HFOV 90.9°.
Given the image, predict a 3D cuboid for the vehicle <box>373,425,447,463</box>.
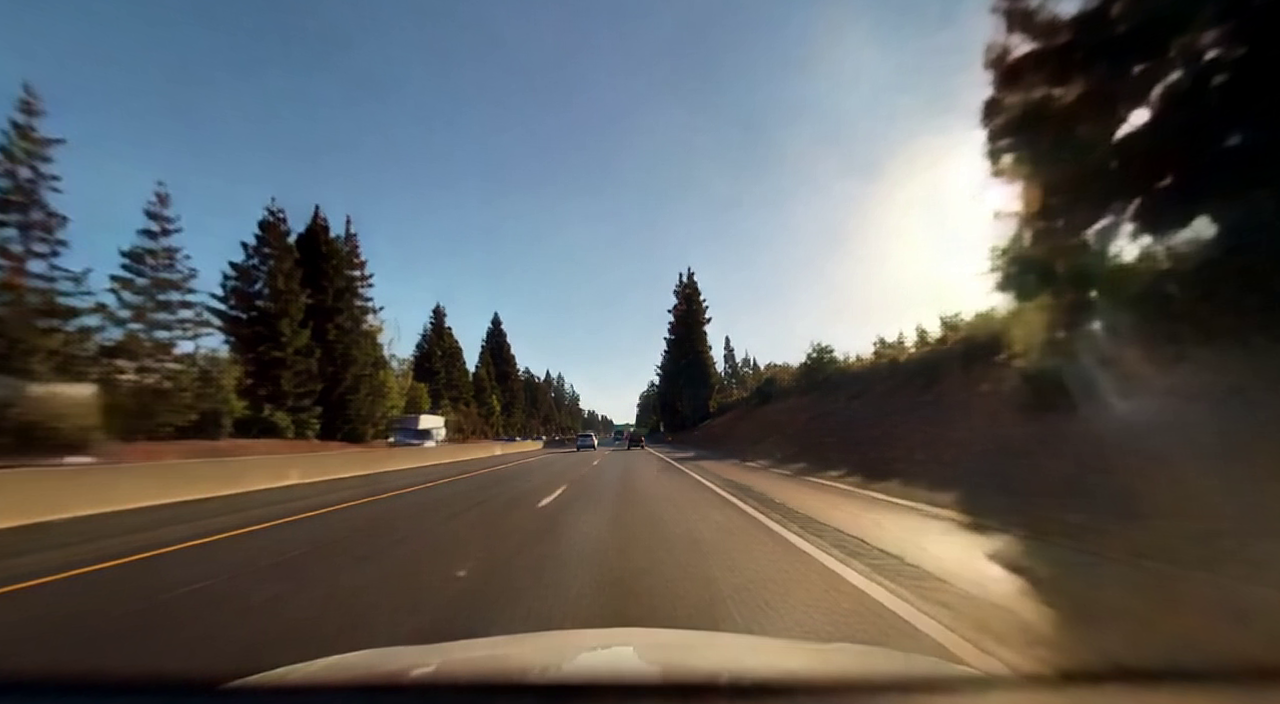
[{"bbox_3d":[-12.512,5.048,34.692,2.263,1.899,4.853,0,-8,-1],"label":"vehicle"}]
